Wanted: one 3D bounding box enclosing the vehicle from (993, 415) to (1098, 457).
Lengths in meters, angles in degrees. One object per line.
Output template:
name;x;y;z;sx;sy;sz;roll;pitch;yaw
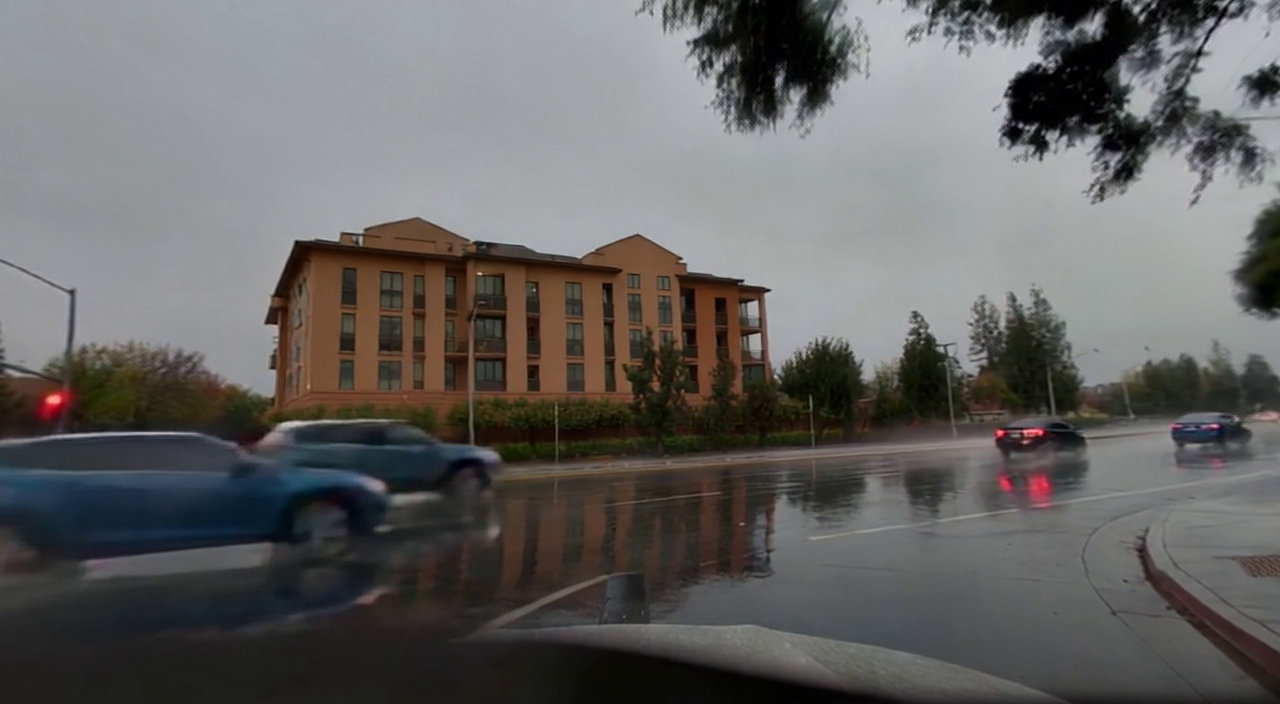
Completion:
vehicle;17.667;3.672;27.409;4.683;1.678;1.981;5;-10;-33

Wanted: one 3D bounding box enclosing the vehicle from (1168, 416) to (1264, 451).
vehicle;25.687;3.669;28.077;4.521;1.433;1.943;5;-10;-33

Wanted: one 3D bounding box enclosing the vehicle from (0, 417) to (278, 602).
vehicle;-6.373;1.513;6.432;4.438;1.625;2.033;5;-10;-33

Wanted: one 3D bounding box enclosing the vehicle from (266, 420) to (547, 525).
vehicle;-4.339;2.175;12.128;4.734;1.633;1.829;4;-9;-34
